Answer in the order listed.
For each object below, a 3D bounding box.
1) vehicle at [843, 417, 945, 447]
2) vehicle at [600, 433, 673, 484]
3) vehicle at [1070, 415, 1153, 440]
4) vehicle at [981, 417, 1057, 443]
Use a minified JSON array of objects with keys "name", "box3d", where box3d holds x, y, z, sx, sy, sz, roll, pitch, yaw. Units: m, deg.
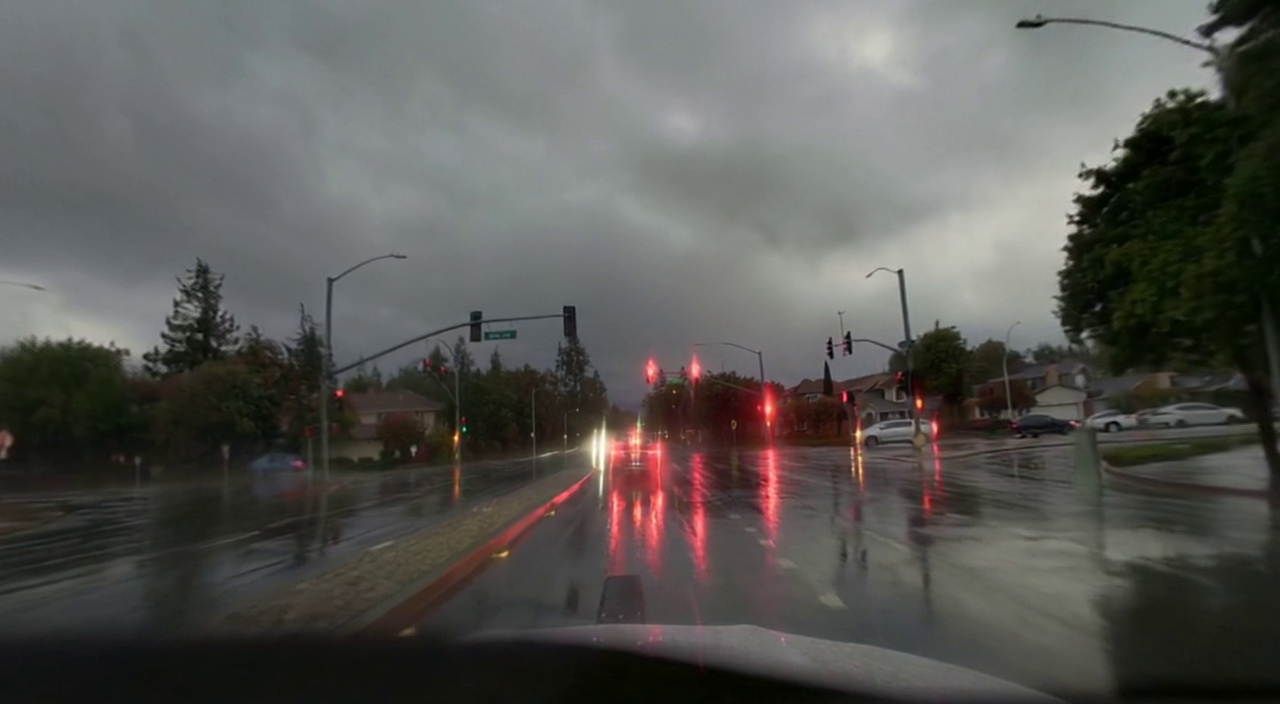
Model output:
[{"name":"vehicle","box3d":[17.932,5.672,44.839,6.025,2.000,2.876,1,-7,-2]},{"name":"vehicle","box3d":[-0.023,3.691,22.296,2.074,1.570,3.647,1,-8,7]},{"name":"vehicle","box3d":[35.917,5.732,48.163,4.735,1.784,2.094,1,-7,-3]},{"name":"vehicle","box3d":[28.649,5.945,47.827,4.557,1.899,1.996,1,-8,-5]}]
